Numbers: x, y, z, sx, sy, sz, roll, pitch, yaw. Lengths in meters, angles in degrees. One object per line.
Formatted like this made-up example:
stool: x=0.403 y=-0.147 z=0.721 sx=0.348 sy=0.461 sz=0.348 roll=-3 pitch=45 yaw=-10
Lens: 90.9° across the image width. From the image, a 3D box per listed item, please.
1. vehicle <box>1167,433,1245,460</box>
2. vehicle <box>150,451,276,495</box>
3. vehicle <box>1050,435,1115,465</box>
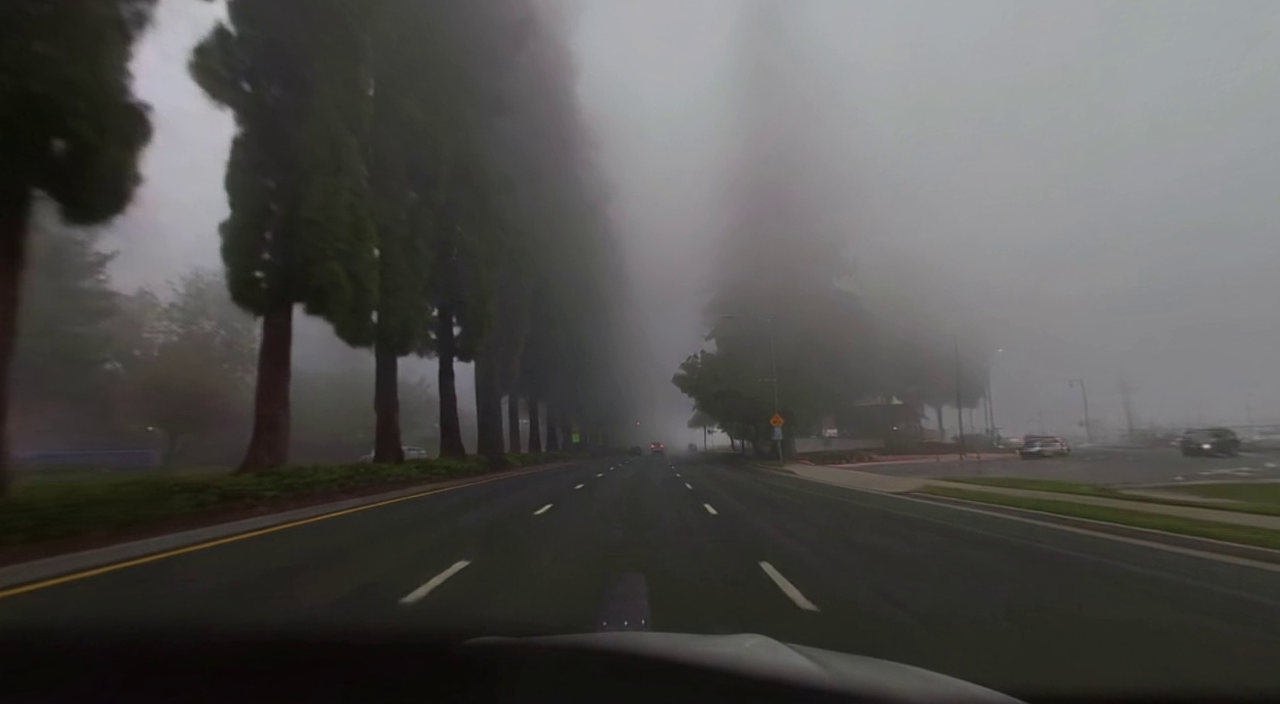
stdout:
vehicle: x=32.250 y=5.422 z=36.064 sx=1.868 sy=1.434 sz=4.425 roll=-3 pitch=-9 yaw=22
vehicle: x=-16.736 y=4.713 z=25.019 sx=1.928 sy=1.531 sz=4.329 roll=0 pitch=-8 yaw=0
vehicle: x=25.645 y=5.664 z=36.715 sx=1.823 sy=1.466 sz=4.676 roll=-7 pitch=-8 yaw=20
